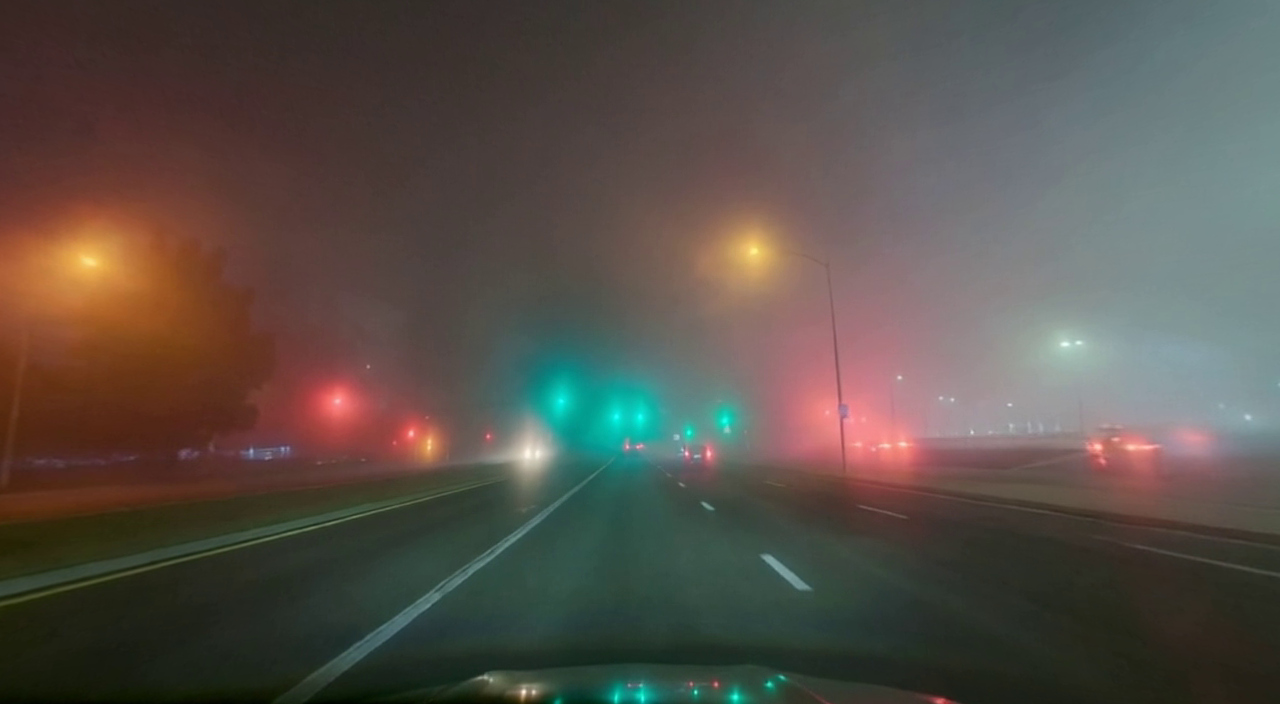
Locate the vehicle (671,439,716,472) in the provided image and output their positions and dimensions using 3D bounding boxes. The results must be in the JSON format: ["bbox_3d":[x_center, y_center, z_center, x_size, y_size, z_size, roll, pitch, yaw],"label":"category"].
[{"bbox_3d":[3.038,6.022,36.945,2.069,1.761,4.610,0,-9,-2],"label":"vehicle"}]

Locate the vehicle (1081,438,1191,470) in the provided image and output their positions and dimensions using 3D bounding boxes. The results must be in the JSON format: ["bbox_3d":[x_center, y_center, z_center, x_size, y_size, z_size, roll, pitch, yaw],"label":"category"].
[{"bbox_3d":[23.144,4.767,29.540,3.661,1.417,1.783,0,-9,-4],"label":"vehicle"}]
